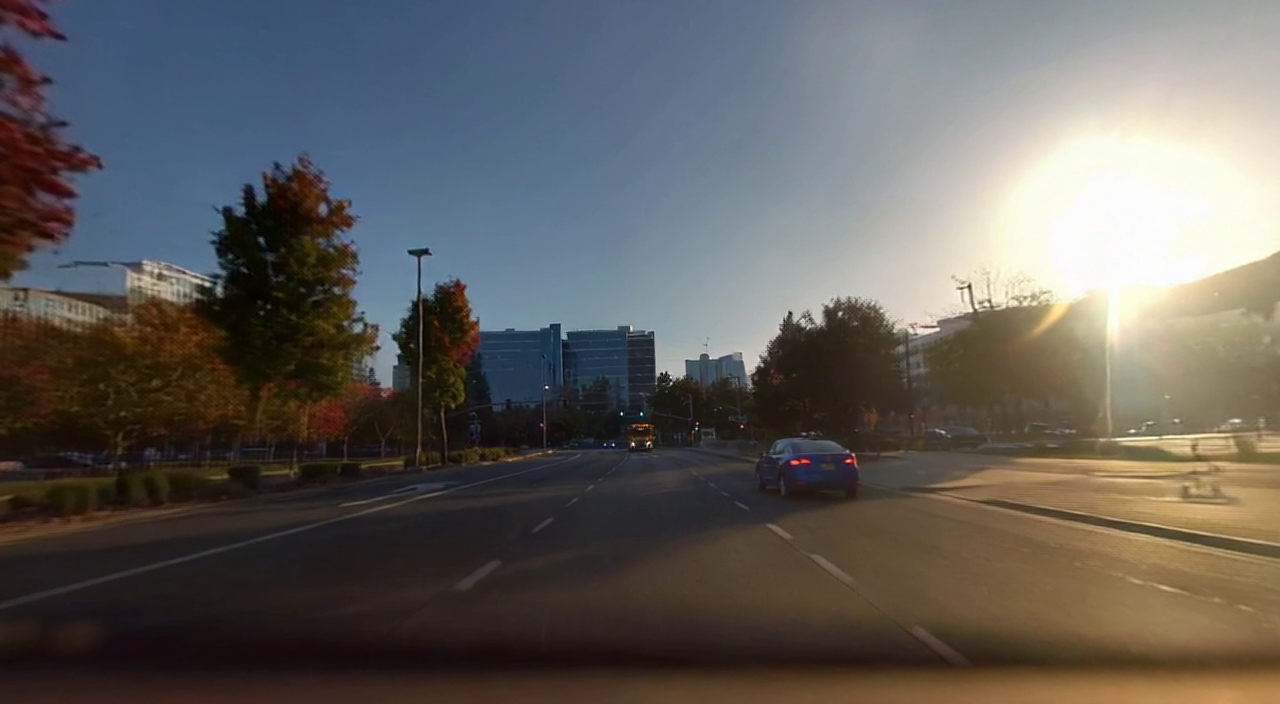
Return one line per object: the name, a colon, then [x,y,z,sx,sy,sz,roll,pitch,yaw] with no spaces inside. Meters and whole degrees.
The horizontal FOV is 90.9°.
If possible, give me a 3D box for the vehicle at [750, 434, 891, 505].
vehicle: [4.182,2.801,15.548,2.005,1.442,4.675,0,-8,-1]
